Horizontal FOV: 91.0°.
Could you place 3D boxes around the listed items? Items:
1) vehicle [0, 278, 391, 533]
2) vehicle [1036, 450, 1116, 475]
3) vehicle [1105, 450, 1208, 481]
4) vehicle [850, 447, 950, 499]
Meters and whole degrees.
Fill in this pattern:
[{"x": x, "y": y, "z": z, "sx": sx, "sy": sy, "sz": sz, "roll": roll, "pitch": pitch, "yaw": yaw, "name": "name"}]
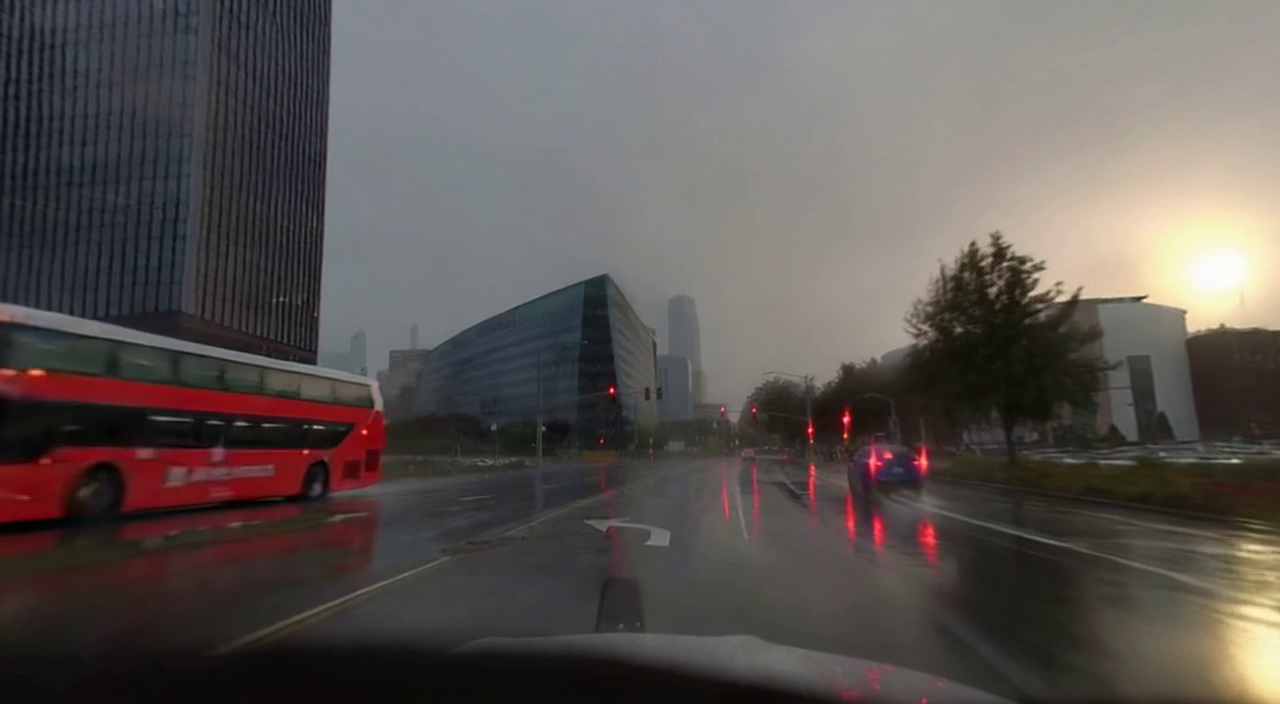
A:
[{"x": -11.911, "y": 1.873, "z": 16.920, "sx": 3.110, "sy": 4.418, "sz": 13.688, "roll": -1, "pitch": -9, "yaw": 8, "name": "vehicle"}, {"x": 29.270, "y": 7.431, "z": 42.378, "sx": 3.896, "sy": 1.471, "sz": 1.936, "roll": -3, "pitch": -8, "yaw": 9, "name": "vehicle"}, {"x": 28.334, "y": 6.240, "z": 34.672, "sx": 3.824, "sy": 1.453, "sz": 1.894, "roll": -3, "pitch": -8, "yaw": 6, "name": "vehicle"}, {"x": 8.476, "y": 3.951, "z": 20.929, "sx": 1.993, "sy": 1.501, "sz": 4.127, "roll": -1, "pitch": -9, "yaw": 7, "name": "vehicle"}]
